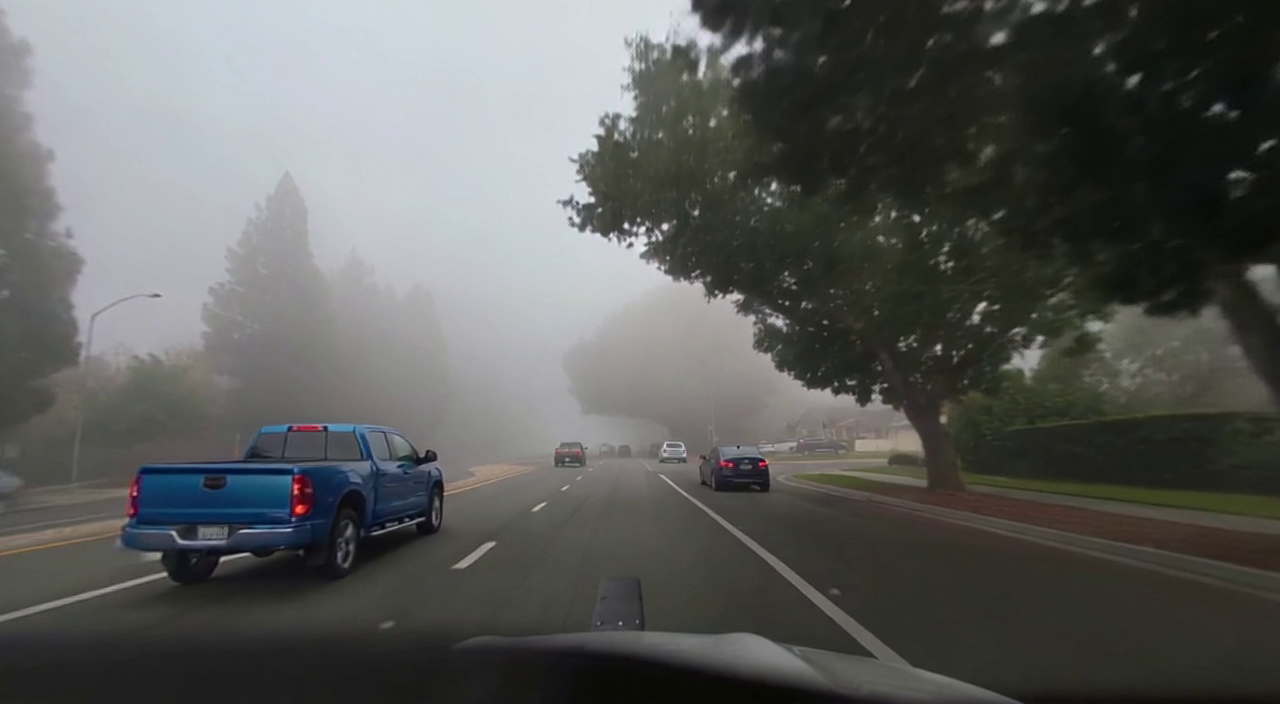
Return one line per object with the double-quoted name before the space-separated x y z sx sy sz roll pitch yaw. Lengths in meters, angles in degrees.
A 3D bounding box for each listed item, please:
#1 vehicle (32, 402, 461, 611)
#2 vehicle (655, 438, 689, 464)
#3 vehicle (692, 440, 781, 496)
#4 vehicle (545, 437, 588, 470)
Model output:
"vehicle" -4.076 1.683 8.041 2.111 1.745 5.274 0 -8 -1
"vehicle" 2.386 7.435 47.649 2.099 1.845 4.363 0 -8 -3
"vehicle" 2.760 3.418 19.094 1.884 1.463 4.195 0 -8 -2
"vehicle" -4.438 6.202 38.811 2.218 1.829 4.492 0 -8 -1
